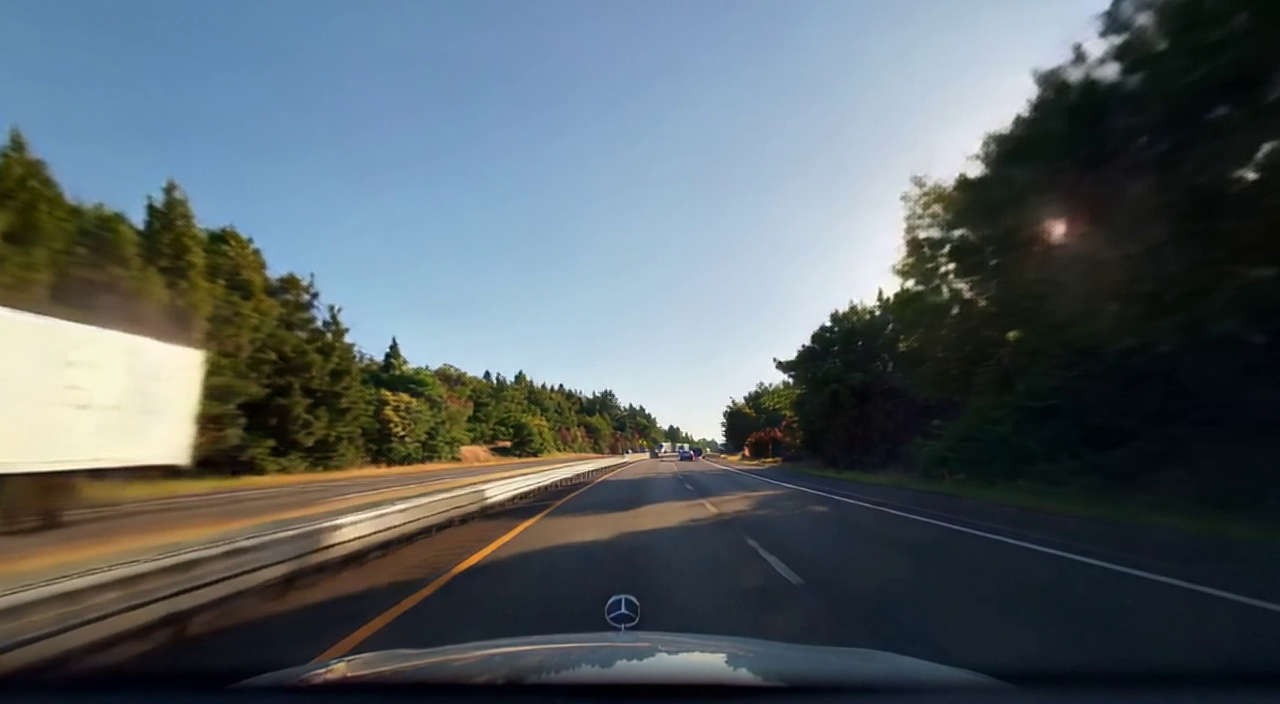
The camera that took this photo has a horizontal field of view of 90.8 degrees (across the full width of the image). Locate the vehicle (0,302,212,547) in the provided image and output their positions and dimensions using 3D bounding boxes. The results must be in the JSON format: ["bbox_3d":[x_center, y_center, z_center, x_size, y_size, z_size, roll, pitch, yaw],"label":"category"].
[{"bbox_3d":[-12.490,0.843,8.270,2.857,4.186,15.405,0,-9,1],"label":"vehicle"}]
